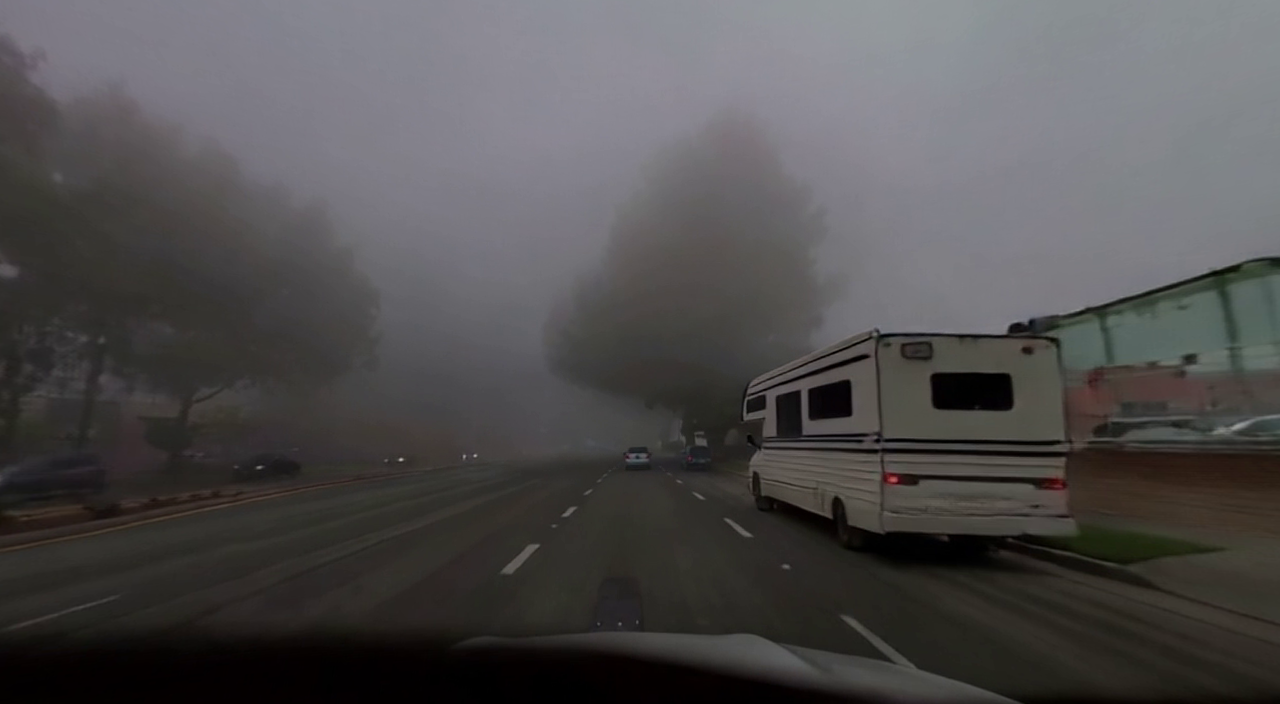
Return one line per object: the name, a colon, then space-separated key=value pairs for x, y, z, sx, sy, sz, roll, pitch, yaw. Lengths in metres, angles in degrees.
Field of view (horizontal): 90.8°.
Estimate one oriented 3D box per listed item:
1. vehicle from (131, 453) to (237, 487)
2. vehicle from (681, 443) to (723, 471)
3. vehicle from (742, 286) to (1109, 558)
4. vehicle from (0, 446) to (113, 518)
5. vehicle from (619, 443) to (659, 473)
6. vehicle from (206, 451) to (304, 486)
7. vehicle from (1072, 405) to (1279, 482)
vehicle: x=-25.437 y=6.568 z=35.579 sx=2.013 sy=1.744 sz=5.354 roll=0 pitch=-9 yaw=-1
vehicle: x=3.887 y=6.692 z=40.385 sx=2.060 sy=1.611 sz=4.675 roll=0 pitch=-9 yaw=-2
vehicle: x=4.004 y=1.429 z=11.491 sx=2.924 sy=3.250 sz=7.780 roll=-1 pitch=-9 yaw=0
vehicle: x=-14.801 y=2.926 z=14.339 sx=2.028 sy=1.535 sz=4.217 roll=0 pitch=-9 yaw=0
vehicle: x=-0.094 y=5.925 z=35.463 sx=2.103 sy=1.506 sz=4.742 roll=0 pitch=-9 yaw=-1
vehicle: x=-18.091 y=5.461 z=29.978 sx=1.889 sy=1.507 sz=4.388 roll=0 pitch=-9 yaw=0
vehicle: x=14.110 y=2.405 z=16.512 sx=4.312 sy=1.647 sz=1.921 roll=-9 pitch=-10 yaw=29
